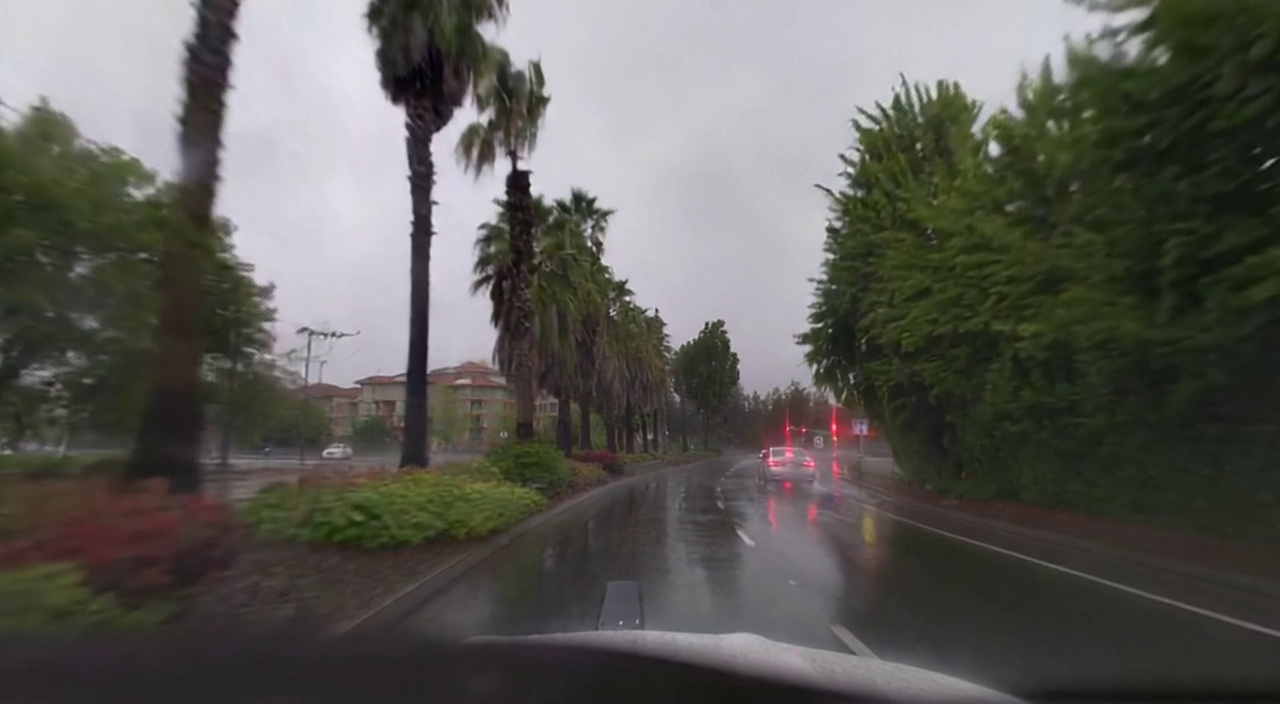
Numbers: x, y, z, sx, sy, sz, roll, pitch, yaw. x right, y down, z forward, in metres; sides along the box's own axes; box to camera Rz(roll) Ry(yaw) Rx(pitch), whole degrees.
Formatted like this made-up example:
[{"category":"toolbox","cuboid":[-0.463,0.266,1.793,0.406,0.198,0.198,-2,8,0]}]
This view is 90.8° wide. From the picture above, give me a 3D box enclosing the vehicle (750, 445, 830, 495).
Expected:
[{"category":"vehicle","cuboid":[4.887,3.879,21.090,1.993,1.483,3.821,-1,-9,4]}]
